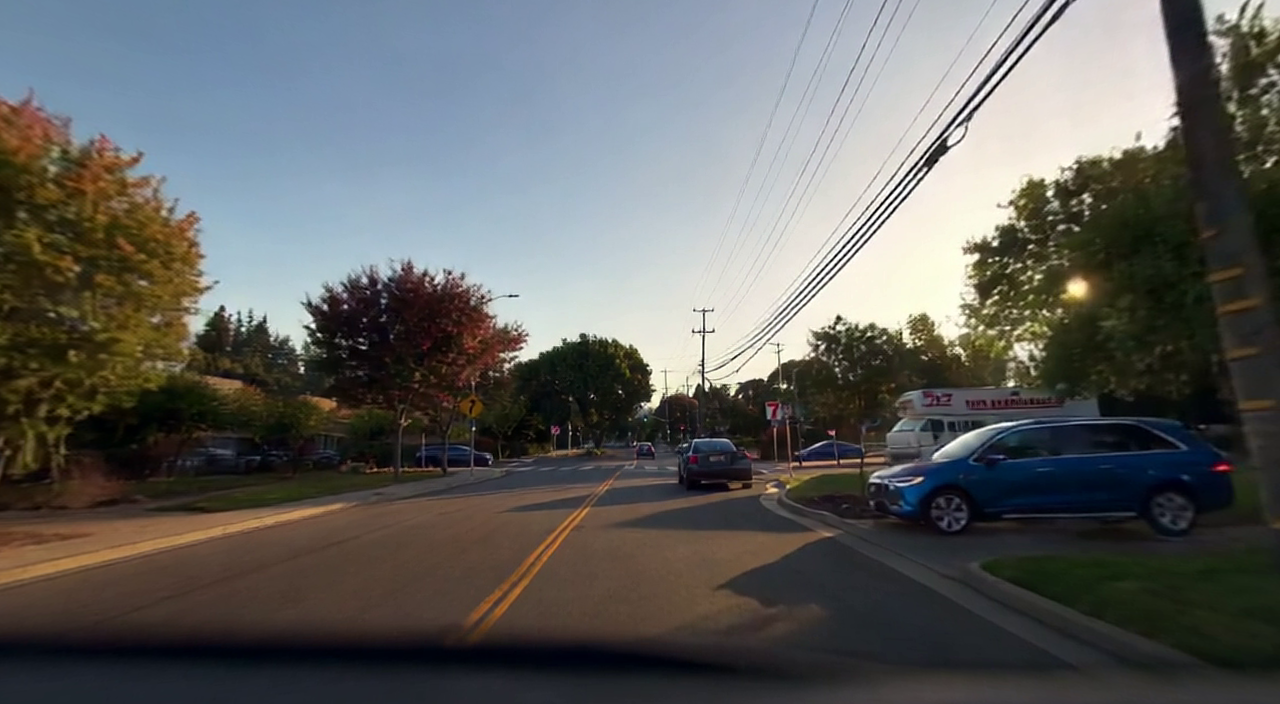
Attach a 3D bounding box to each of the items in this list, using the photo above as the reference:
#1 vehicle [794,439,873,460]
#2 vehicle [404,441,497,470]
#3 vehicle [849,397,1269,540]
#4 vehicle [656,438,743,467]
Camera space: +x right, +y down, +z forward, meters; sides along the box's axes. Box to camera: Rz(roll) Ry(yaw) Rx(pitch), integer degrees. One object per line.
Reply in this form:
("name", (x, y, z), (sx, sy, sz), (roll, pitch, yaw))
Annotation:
("vehicle", (13.394, 6.821, 44.028), (4.872, 1.400, 1.955), (-1, -9, 4))
("vehicle", (-13.123, 7.217, 44.141), (5.866, 1.904, 2.197), (1, -9, -6))
("vehicle", (6.014, 1.751, 9.825), (4.814, 1.872, 2.220), (-1, -9, 7))
("vehicle", (3.965, 6.842, 43.103), (2.553, 1.868, 5.536), (8, -12, -43))
